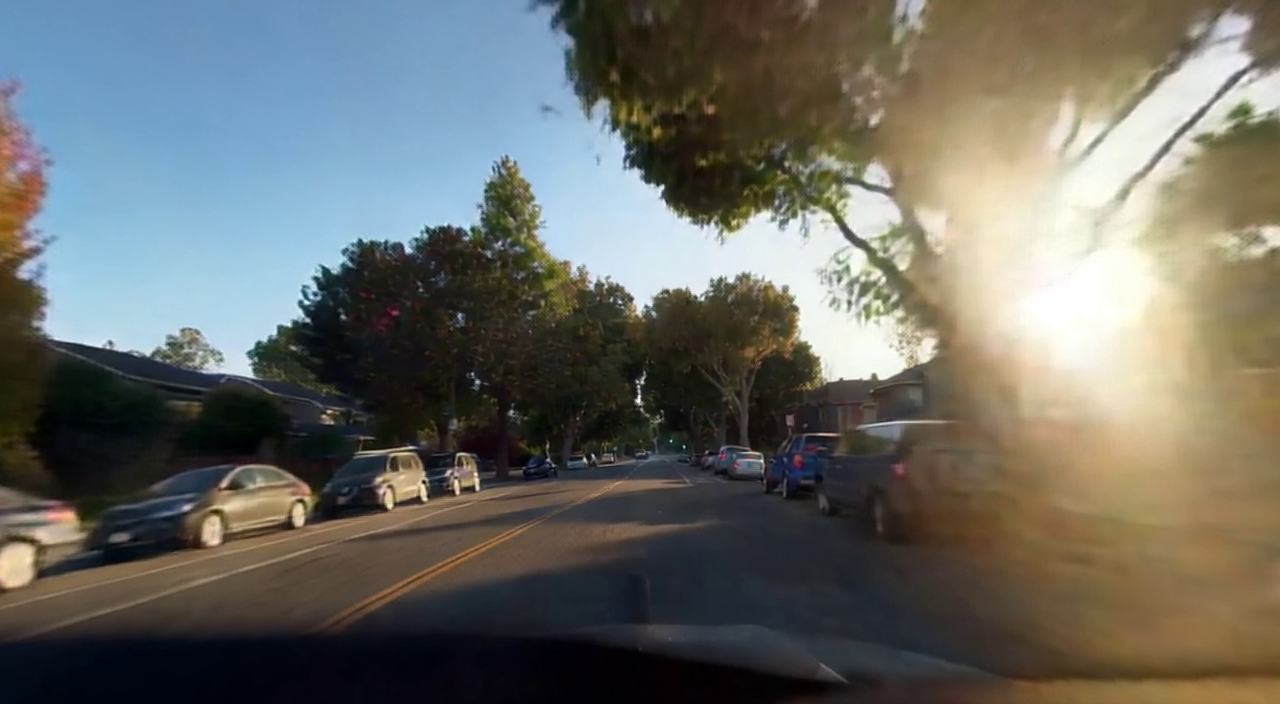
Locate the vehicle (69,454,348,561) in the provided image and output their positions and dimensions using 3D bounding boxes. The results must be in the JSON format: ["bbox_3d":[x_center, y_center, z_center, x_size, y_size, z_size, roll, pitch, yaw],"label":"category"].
[{"bbox_3d":[-7.549,2.714,11.766,1.948,1.477,4.518,-2,-9,1],"label":"vehicle"}]

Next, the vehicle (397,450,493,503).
[{"bbox_3d":[-7.135,4.557,23.621,1.996,1.628,4.603,-1,-8,2],"label":"vehicle"}]

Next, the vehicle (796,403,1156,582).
[{"bbox_3d":[4.488,2.014,10.202,2.434,1.948,6.400,0,-8,1],"label":"vehicle"}]

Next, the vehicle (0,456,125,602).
[{"bbox_3d":[-7.638,1.760,5.748,1.963,1.470,4.671,-2,-9,0],"label":"vehicle"}]

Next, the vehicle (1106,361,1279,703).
[{"bbox_3d":[3.920,0.736,1.436,2.216,1.779,4.630,0,-8,2],"label":"vehicle"}]

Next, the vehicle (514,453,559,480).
[{"bbox_3d":[-6.465,7.188,39.726,1.903,1.463,4.526,-1,-8,2],"label":"vehicle"}]

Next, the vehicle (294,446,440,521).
[{"bbox_3d":[-7.388,3.538,17.658,1.973,1.755,4.528,-1,-8,1],"label":"vehicle"}]
